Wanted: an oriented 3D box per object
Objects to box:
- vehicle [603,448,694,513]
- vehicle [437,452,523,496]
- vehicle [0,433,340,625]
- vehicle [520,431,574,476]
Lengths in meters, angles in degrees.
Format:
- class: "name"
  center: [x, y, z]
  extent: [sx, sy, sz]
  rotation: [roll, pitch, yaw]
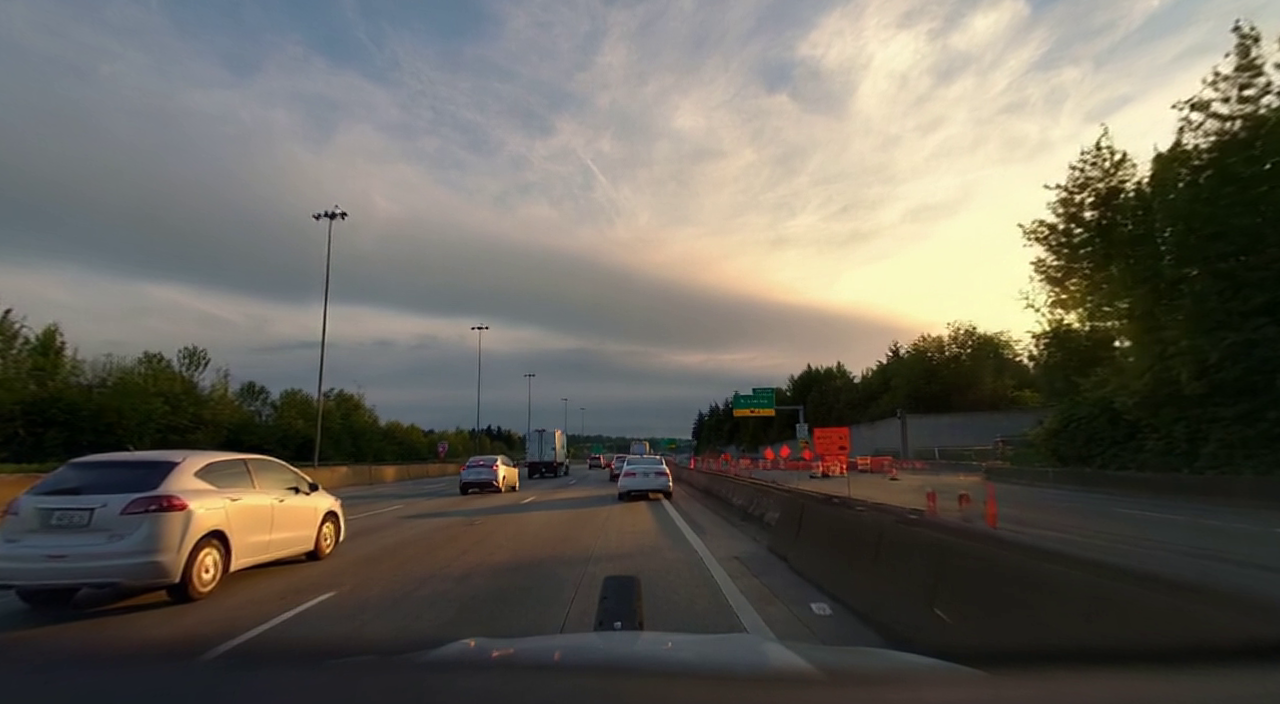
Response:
- class: "vehicle"
  center: [0.195, 3.202, 16.113]
  extent: [2.080, 1.451, 3.512]
  rotation: [0, -9, 0]
- class: "vehicle"
  center: [-5.654, 4.342, 22.769]
  extent: [2.063, 1.417, 4.000]
  rotation: [0, -9, 0]
- class: "vehicle"
  center: [-5.519, 1.757, 7.259]
  extent: [1.892, 1.481, 4.573]
  rotation: [0, -9, -1]
- class: "vehicle"
  center: [-5.853, 6.534, 40.464]
  extent: [2.326, 2.645, 6.249]
  rotation: [0, -9, 1]
